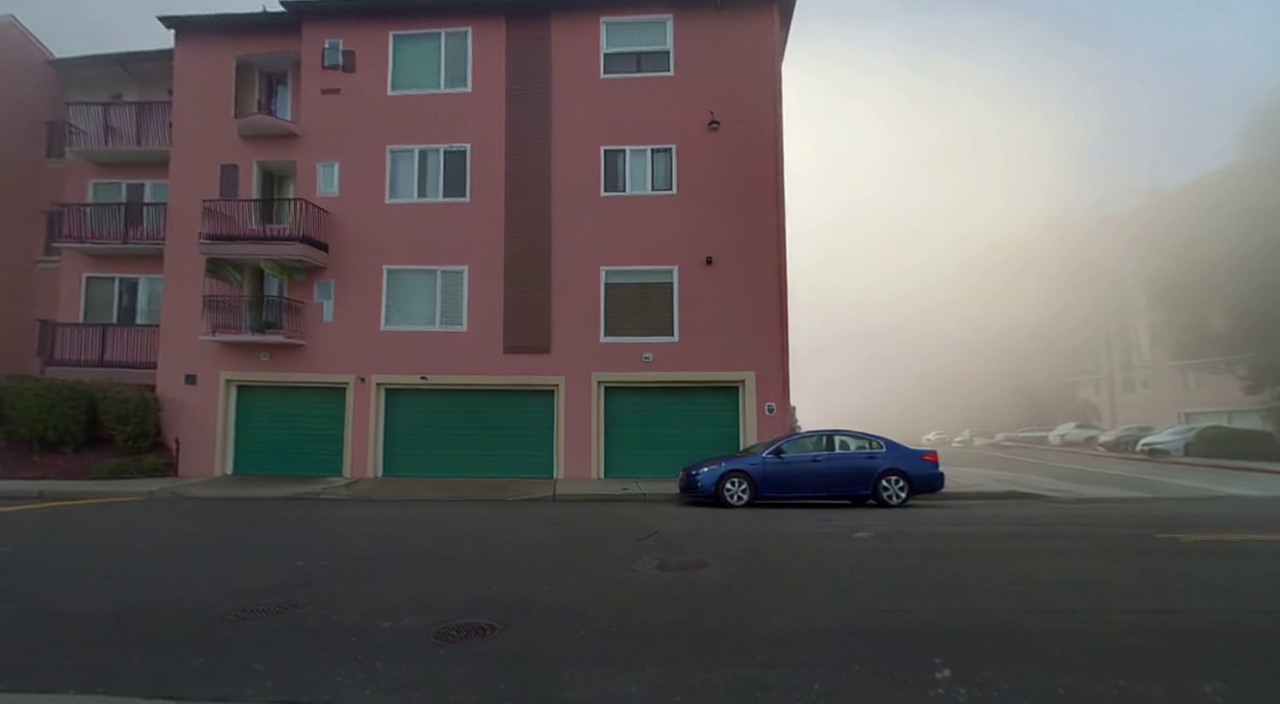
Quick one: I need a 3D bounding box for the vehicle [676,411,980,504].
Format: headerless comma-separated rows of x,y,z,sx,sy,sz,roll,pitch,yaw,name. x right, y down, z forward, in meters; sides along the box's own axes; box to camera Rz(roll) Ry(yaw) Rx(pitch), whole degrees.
2.994,1.807,10.935,4.697,1.444,1.825,0,-9,2,vehicle

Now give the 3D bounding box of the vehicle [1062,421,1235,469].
16.761,3.093,20.967,3.905,1.475,2.057,0,-8,2,vehicle
